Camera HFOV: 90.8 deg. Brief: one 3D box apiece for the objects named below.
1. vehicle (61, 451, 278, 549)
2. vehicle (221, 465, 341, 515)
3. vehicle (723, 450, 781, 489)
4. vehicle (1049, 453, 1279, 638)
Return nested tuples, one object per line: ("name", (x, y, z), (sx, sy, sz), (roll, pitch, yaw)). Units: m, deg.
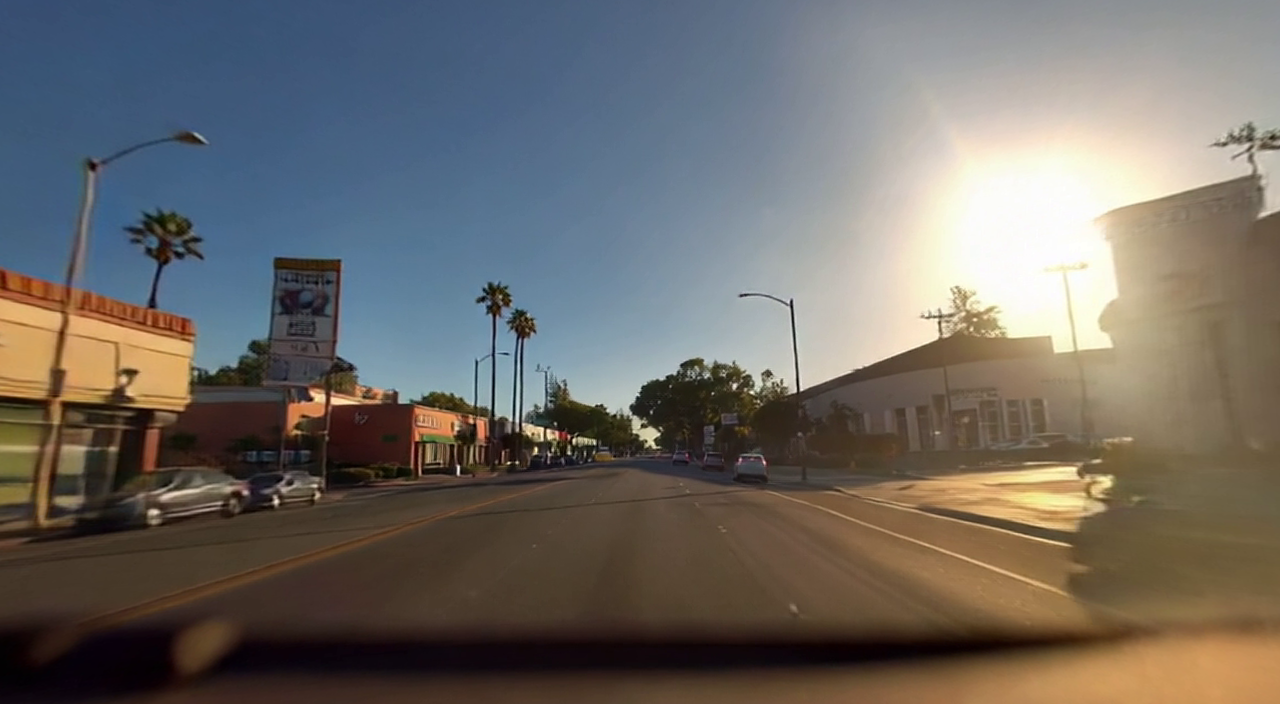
("vehicle", (-12.428, 3.852, 17.299), (1.949, 2.026, 5.141), (1, -7, -1))
("vehicle", (-12.609, 4.835, 22.545), (1.791, 1.446, 4.368), (0, -8, -1))
("vehicle", (4.736, 5.021, 27.329), (2.067, 1.477, 4.653), (-1, -9, 5))
("vehicle", (6.283, 1.715, 5.835), (1.932, 1.490, 4.598), (0, -8, 0))
